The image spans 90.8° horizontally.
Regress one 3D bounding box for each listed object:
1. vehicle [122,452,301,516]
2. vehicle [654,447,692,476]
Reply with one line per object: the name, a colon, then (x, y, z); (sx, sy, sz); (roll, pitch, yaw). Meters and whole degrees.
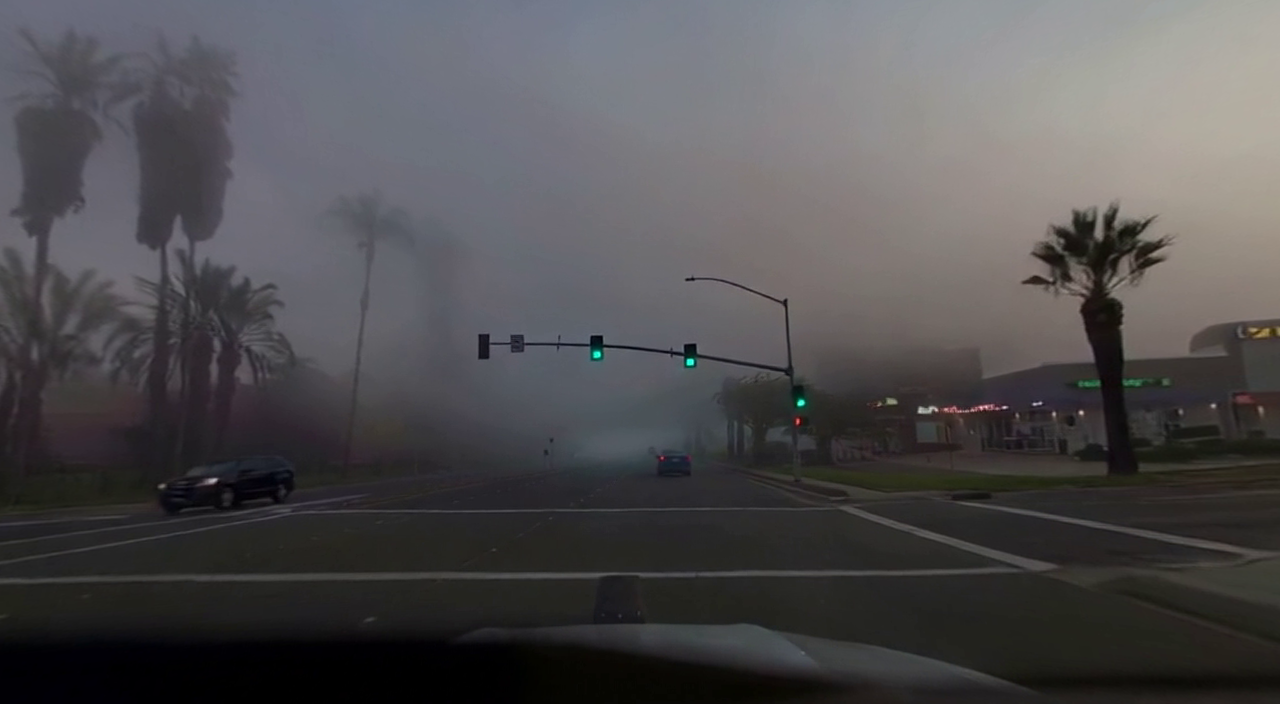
vehicle: (-11.492, 3.527, 17.369); (2.033, 1.494, 4.048); (0, -8, 1)
vehicle: (1.918, 6.534, 37.987); (1.969, 1.555, 4.431); (0, -8, 0)
